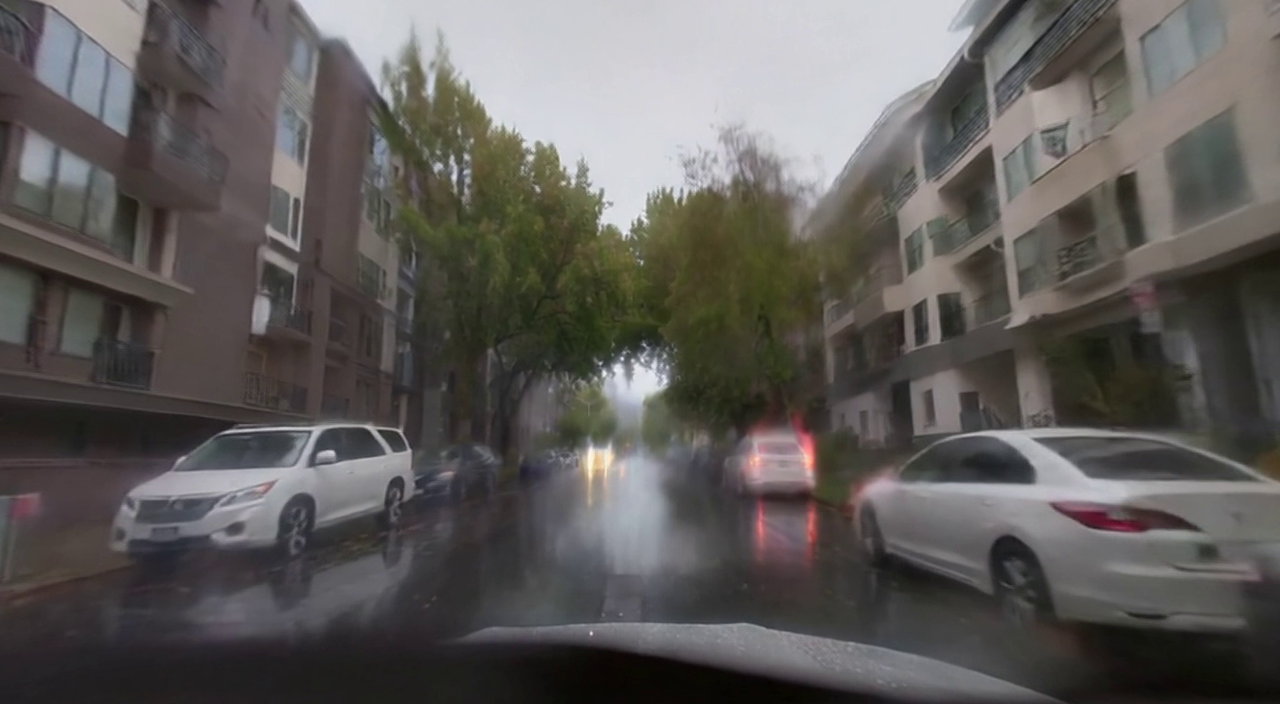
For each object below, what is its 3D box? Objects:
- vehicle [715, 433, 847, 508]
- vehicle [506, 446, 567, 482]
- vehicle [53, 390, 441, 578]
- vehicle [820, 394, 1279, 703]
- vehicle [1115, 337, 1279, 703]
[{"bbox_3d":[3.966,3.482,19.246,2.473,1.895,6.050,0,-8,-2],"label":"vehicle"},{"bbox_3d":[-5.422,5.929,33.812,2.222,1.735,5.215,-1,-8,2],"label":"vehicle"},{"bbox_3d":[-5.558,1.997,10.388,2.596,2.152,5.689,-2,-9,2],"label":"vehicle"},{"bbox_3d":[3.691,1.435,5.965,2.445,1.662,5.309,0,-8,0],"label":"vehicle"},{"bbox_3d":[3.603,0.580,0.708,2.216,1.790,5.077,0,-8,1],"label":"vehicle"}]
